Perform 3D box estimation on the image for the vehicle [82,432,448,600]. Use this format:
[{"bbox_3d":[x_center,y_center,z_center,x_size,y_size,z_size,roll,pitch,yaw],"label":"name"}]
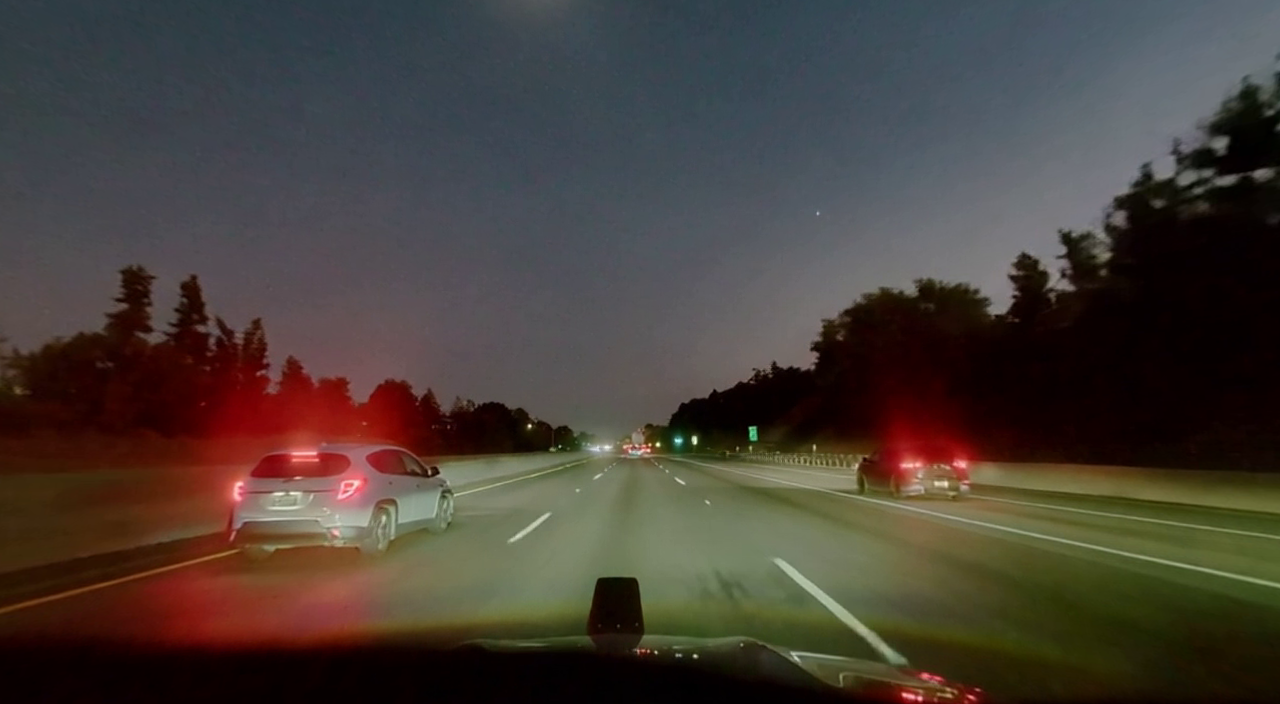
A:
[{"bbox_3d":[-4.166,1.859,8.109,2.050,1.547,4.266,0,-9,0],"label":"vehicle"}]
